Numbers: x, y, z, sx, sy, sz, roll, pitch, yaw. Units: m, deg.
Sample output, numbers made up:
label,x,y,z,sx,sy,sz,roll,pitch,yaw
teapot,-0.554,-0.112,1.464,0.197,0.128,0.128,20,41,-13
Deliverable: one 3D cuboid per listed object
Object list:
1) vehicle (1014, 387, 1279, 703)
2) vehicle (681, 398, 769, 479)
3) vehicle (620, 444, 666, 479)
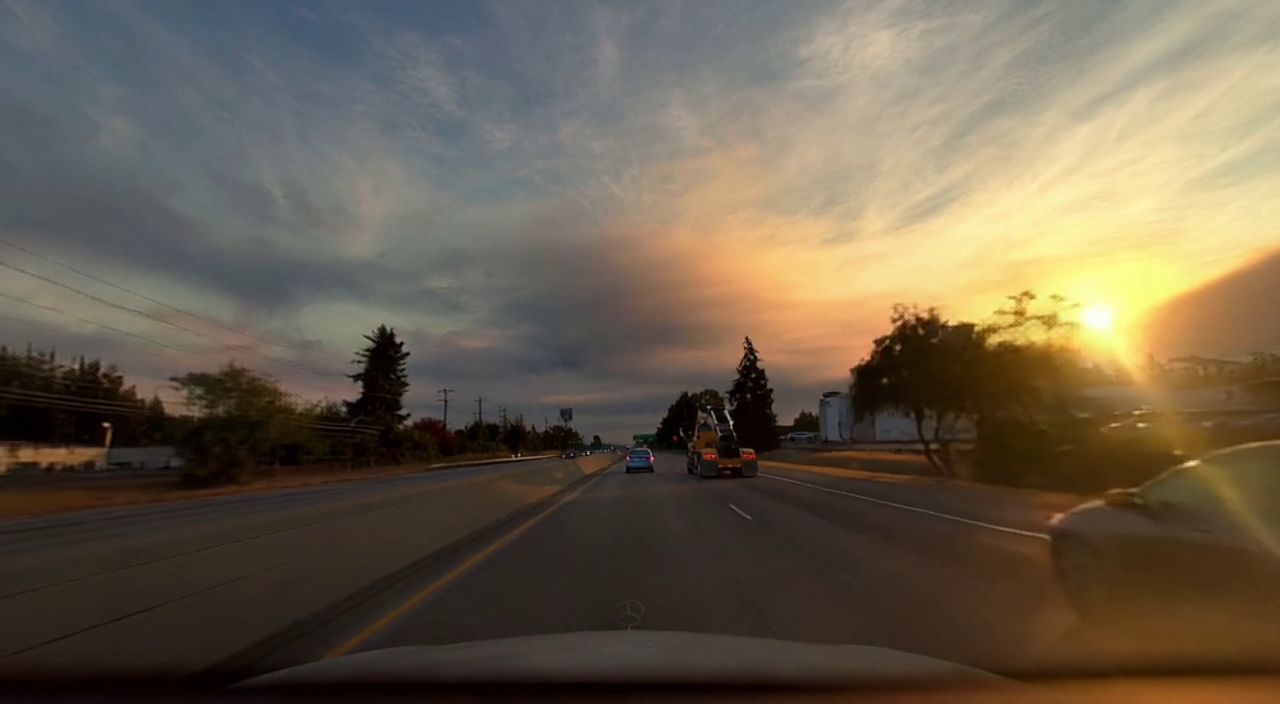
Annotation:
label,x,y,z,sx,sy,sz,roll,pitch,yaw
vehicle,3.765,0.893,2.475,2.168,1.529,3.883,0,-9,0
vehicle,4.033,4.435,31.949,3.089,3.568,8.101,0,-9,-2
vehicle,0.109,5.136,29.841,2.045,1.527,4.023,0,-9,-1
